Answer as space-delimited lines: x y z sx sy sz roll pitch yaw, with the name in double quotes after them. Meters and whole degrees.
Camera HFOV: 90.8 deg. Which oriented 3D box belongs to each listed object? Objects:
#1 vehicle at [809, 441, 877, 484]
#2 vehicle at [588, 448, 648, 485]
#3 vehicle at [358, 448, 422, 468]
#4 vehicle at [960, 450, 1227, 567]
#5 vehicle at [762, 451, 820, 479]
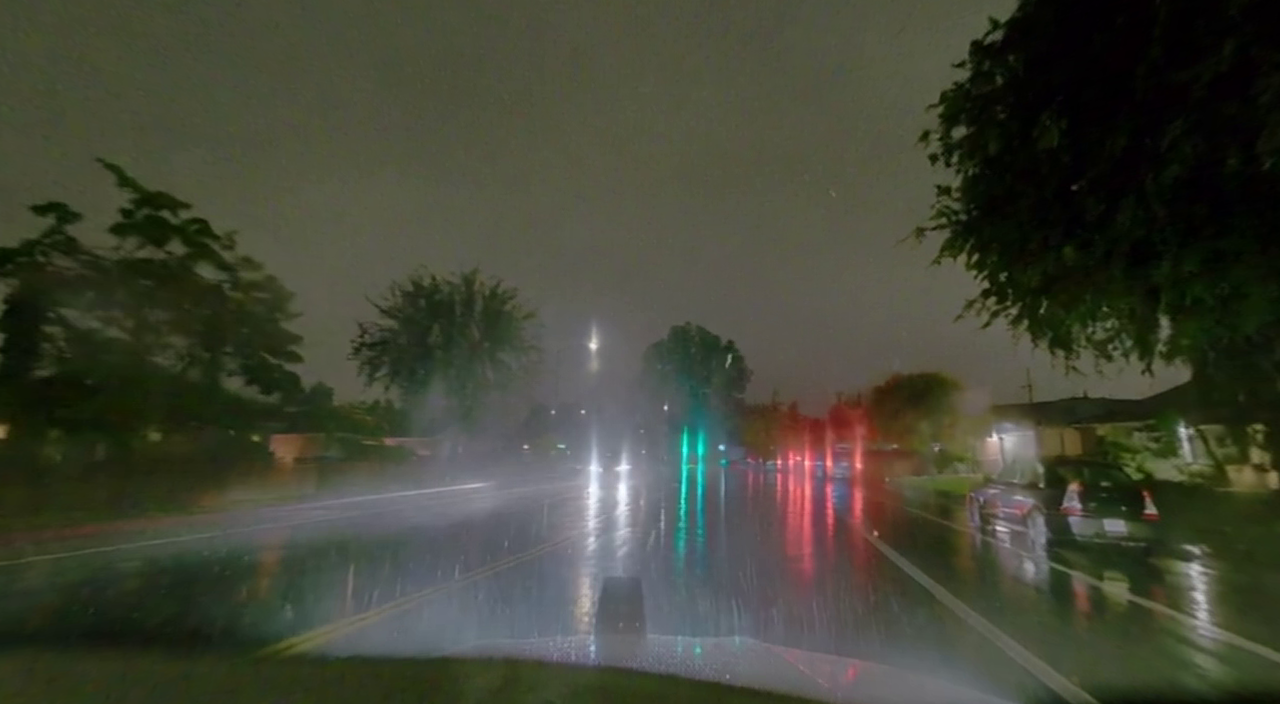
10.779 5.888 33.995 2.305 2.111 4.965 0 -8 4 "vehicle"
-0.953 5.291 29.625 2.058 1.551 4.247 -1 -8 9 "vehicle"
-19.005 8.048 48.119 3.977 1.501 2.143 0 -9 3 "vehicle"
7.440 2.525 11.061 2.080 1.543 4.294 -1 -8 11 "vehicle"
10.430 7.860 44.209 2.713 1.671 4.939 1 -8 -2 "vehicle"
